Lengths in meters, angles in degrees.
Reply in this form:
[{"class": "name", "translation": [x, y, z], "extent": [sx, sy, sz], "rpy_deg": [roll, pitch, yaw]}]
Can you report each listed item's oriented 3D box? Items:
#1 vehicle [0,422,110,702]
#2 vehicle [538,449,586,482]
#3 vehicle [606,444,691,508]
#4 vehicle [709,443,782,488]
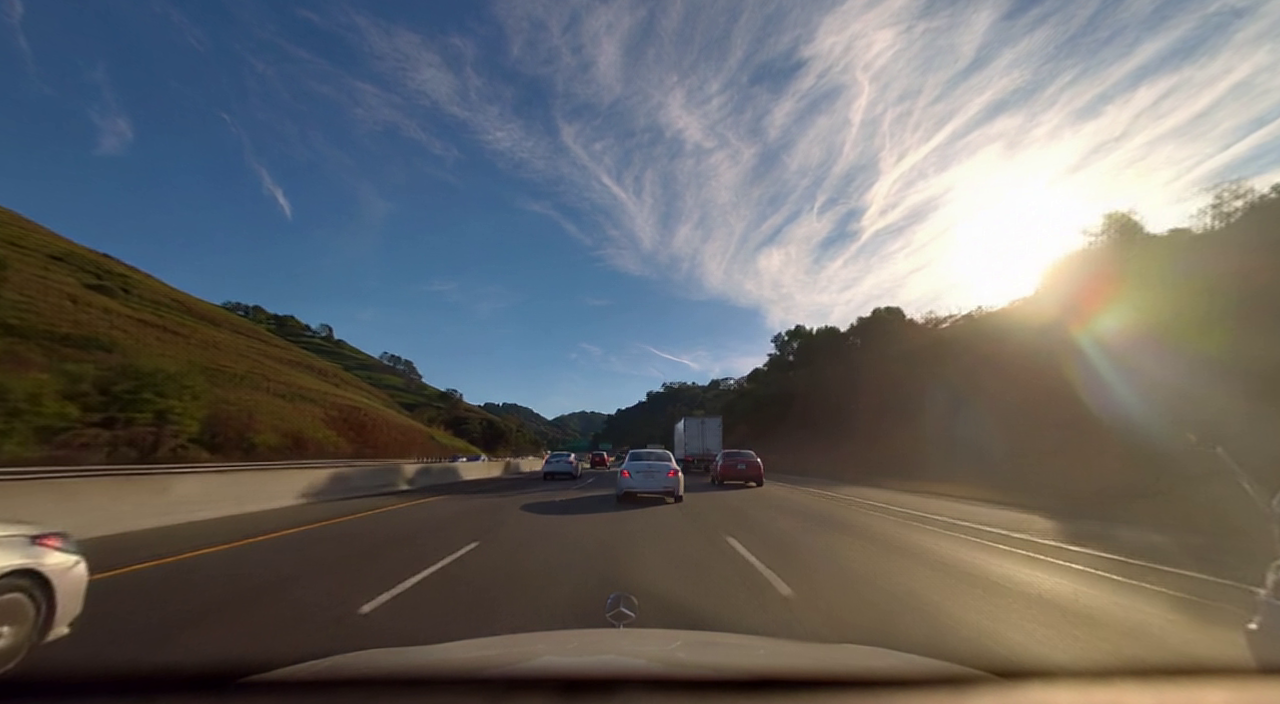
[{"class": "vehicle", "translation": [-4.450, 0.891, 1.835], "extent": [1.920, 1.506, 4.454], "rpy_deg": [0, -9, 0]}, {"class": "vehicle", "translation": [-3.787, 5.579, 31.214], "extent": [1.848, 1.486, 3.832], "rpy_deg": [0, -9, 1]}, {"class": "vehicle", "translation": [0.217, 3.254, 16.912], "extent": [2.041, 1.484, 3.535], "rpy_deg": [0, -9, 0]}, {"class": "vehicle", "translation": [4.048, 4.460, 25.035], "extent": [2.029, 1.579, 4.484], "rpy_deg": [0, -9, -1]}]
